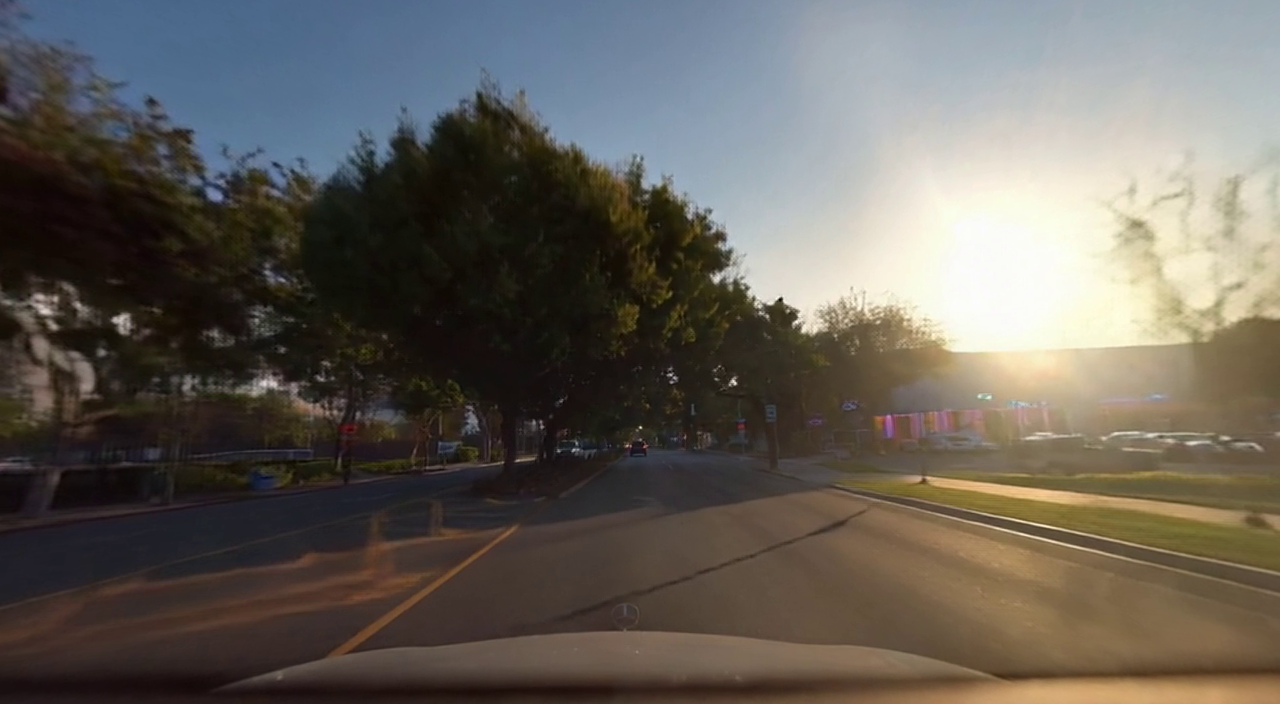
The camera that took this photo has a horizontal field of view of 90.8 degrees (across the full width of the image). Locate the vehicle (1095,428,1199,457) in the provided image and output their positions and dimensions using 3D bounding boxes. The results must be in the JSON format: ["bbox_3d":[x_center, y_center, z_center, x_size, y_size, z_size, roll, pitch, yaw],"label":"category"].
[{"bbox_3d":[31.626,5.701,39.655,2.015,1.681,5.292,0,-8,-2],"label":"vehicle"}]

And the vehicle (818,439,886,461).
[{"bbox_3d":[16.112,7.455,48.108,4.421,1.412,1.949,-2,-8,0],"label":"vehicle"}]

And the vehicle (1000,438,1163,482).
[{"bbox_3d":[16.757,4.104,24.184,4.665,1.570,2.080,0,-8,0],"label":"vehicle"}]

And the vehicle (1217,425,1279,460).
[{"bbox_3d":[34.430,4.908,34.250,1.843,1.774,4.626,0,-8,0],"label":"vehicle"}]
